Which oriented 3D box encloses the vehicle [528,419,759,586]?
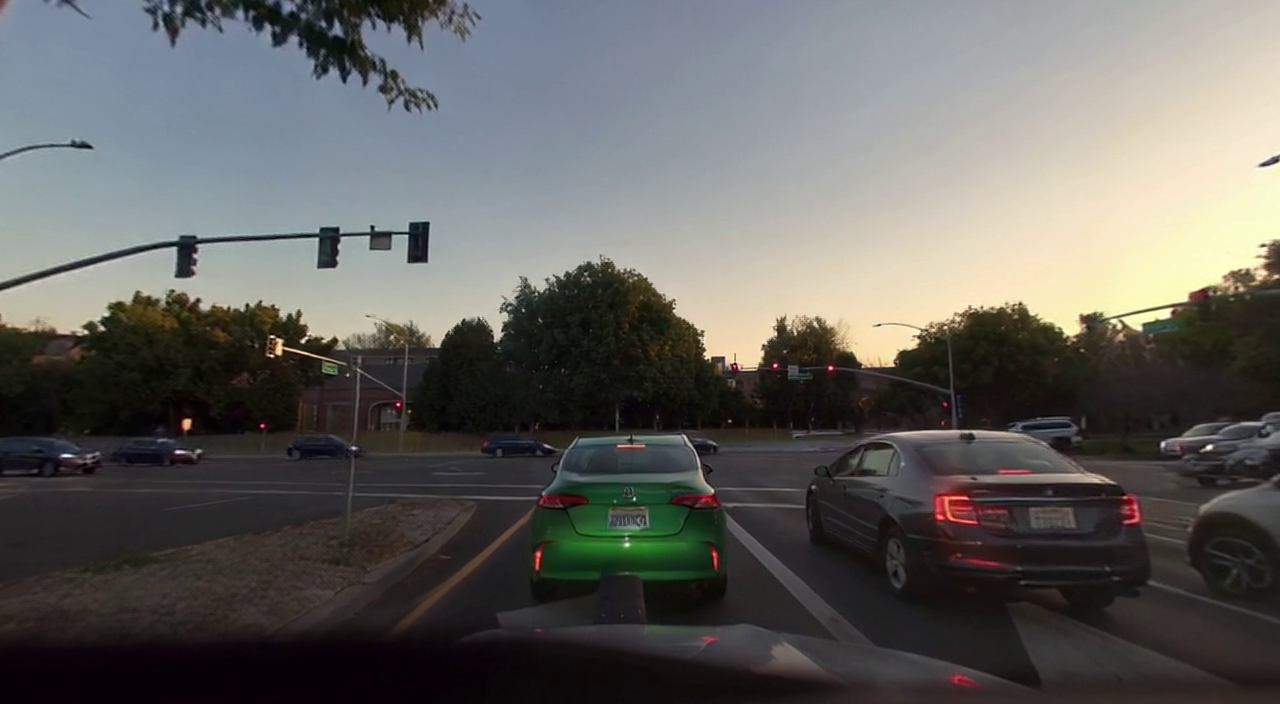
[{"bbox_3d":[0.034,1.639,7.715,2.026,1.458,4.175,0,-9,0],"label":"vehicle"}]

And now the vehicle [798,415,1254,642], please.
[{"bbox_3d":[3.094,1.488,6.403,1.861,1.479,4.371,0,-8,0],"label":"vehicle"}]

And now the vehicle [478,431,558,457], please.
[{"bbox_3d":[-7.673,5.806,39.650,4.670,1.542,1.861,3,-9,-18],"label":"vehicle"}]

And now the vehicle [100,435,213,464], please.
[{"bbox_3d":[-26.928,5.440,35.292,4.869,1.502,1.979,-1,-9,6],"label":"vehicle"}]

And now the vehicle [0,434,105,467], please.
[{"bbox_3d":[-30.497,5.050,32.409,4.517,1.637,1.935,-1,-9,7],"label":"vehicle"}]

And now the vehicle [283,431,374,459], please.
[{"bbox_3d":[-19.015,5.706,38.741,4.526,1.649,1.920,0,-9,-1],"label":"vehicle"}]
